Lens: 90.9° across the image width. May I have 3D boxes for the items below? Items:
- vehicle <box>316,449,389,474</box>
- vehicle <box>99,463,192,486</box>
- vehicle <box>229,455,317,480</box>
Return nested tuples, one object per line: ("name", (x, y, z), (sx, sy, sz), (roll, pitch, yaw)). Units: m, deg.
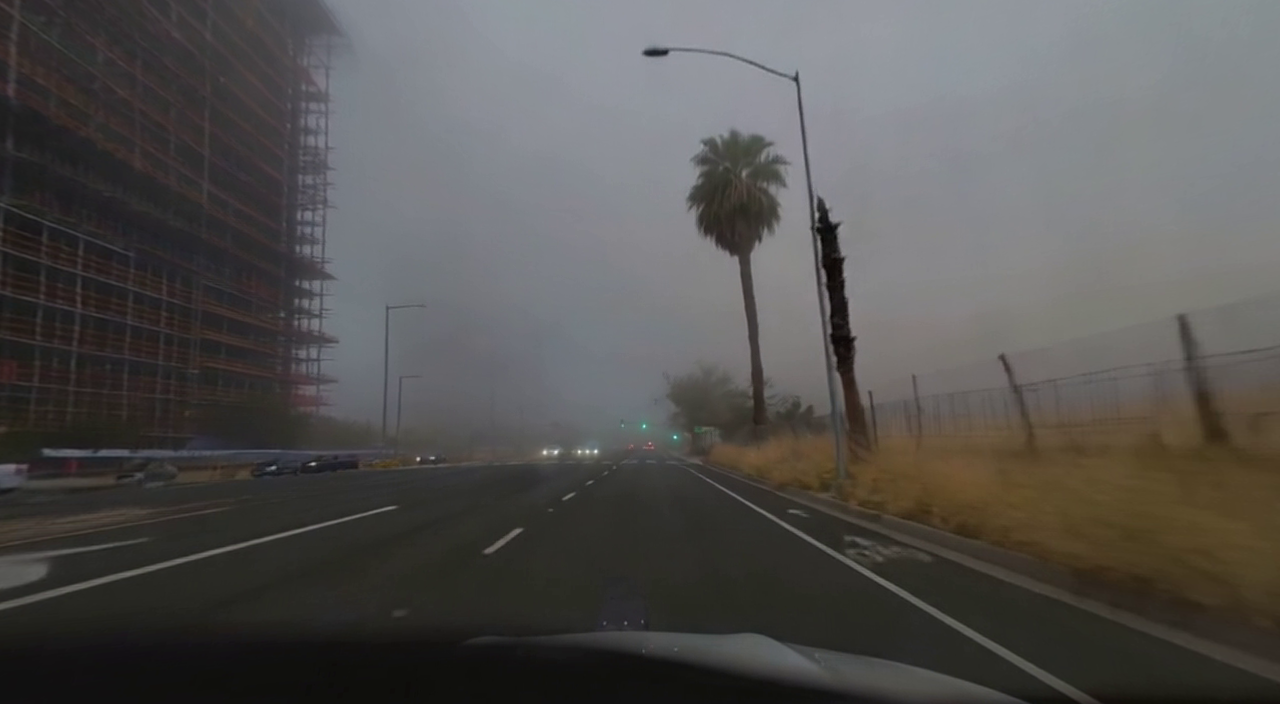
("vehicle", (-21.110, 8.049, 46.486), (2.050, 1.686, 4.593), (-4, -9, 25))
("vehicle", (-30.198, 7.499, 38.625), (4.101, 1.243, 1.698), (3, -9, -23))
("vehicle", (-24.478, 7.657, 42.147), (1.790, 1.484, 4.651), (-7, -11, 39))
